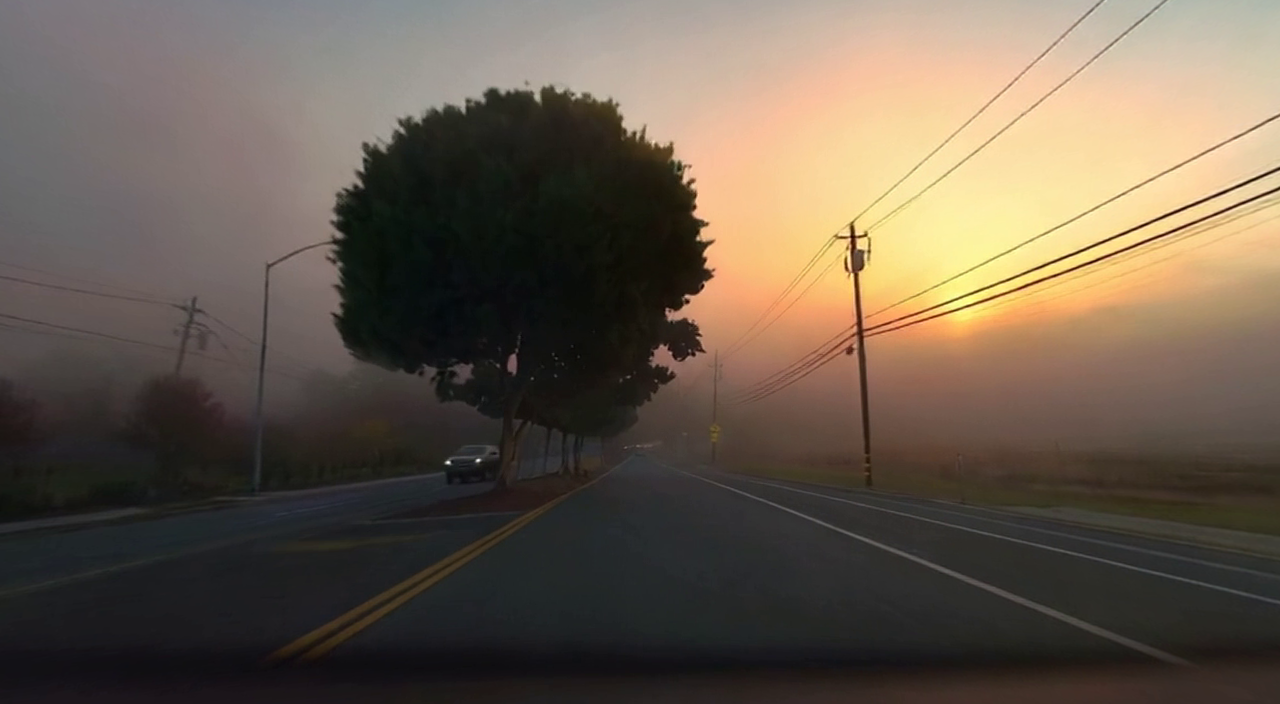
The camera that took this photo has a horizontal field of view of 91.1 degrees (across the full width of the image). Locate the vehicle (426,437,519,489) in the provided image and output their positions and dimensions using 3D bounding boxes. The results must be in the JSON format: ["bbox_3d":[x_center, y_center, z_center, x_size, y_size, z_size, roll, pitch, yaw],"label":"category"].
[{"bbox_3d":[-7.765,5.201,29.894,2.766,2.122,5.753,-2,-8,1],"label":"vehicle"}]
